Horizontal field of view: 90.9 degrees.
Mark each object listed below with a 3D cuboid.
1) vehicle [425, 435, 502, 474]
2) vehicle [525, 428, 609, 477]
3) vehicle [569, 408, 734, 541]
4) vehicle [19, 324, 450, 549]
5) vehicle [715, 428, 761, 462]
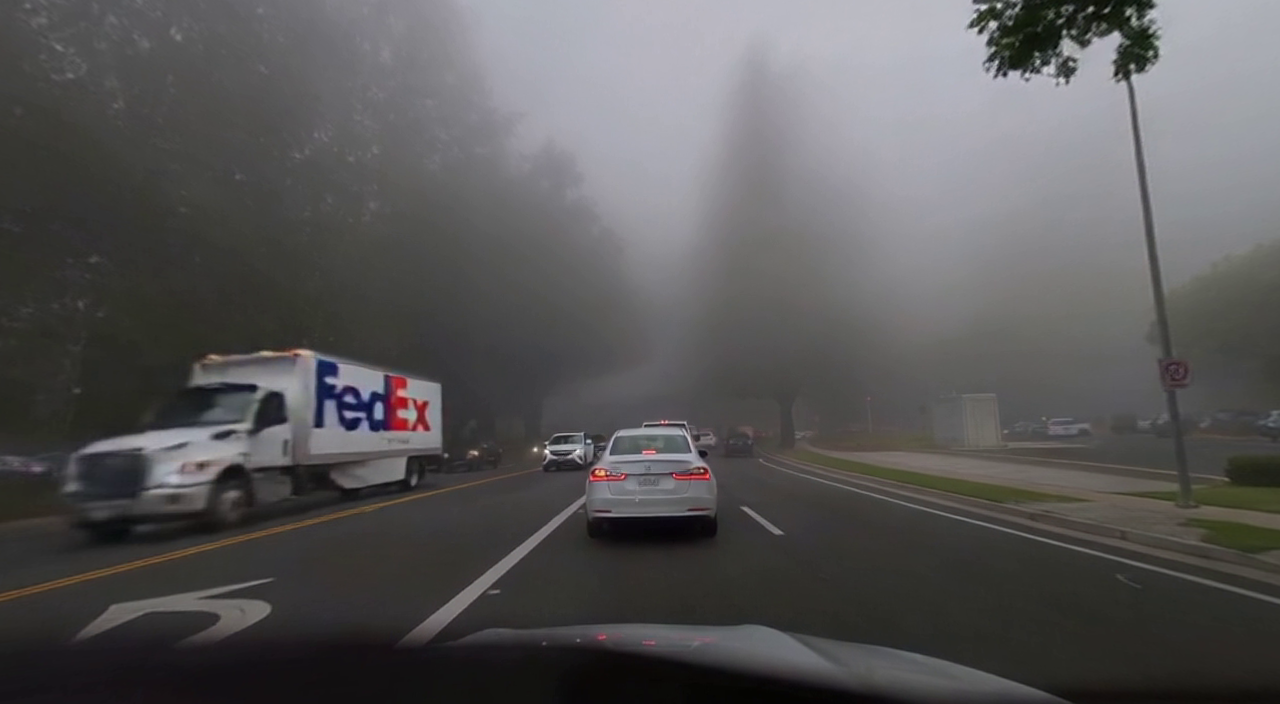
[{"bbox_3d":[-8.773,5.156,31.932,2.039,1.769,4.911,-1,-8,6],"label":"vehicle"},{"bbox_3d":[-2.808,4.046,25.603,2.057,1.786,4.725,-2,-8,11],"label":"vehicle"},{"bbox_3d":[0.175,1.907,10.386,2.154,1.710,4.128,-1,-8,1],"label":"vehicle"},{"bbox_3d":[-7.421,1.911,14.127,2.961,3.316,9.483,-1,-8,3],"label":"vehicle"},{"bbox_3d":[5.465,5.268,35.695,2.155,1.786,4.459,-1,-8,3],"label":"vehicle"}]
